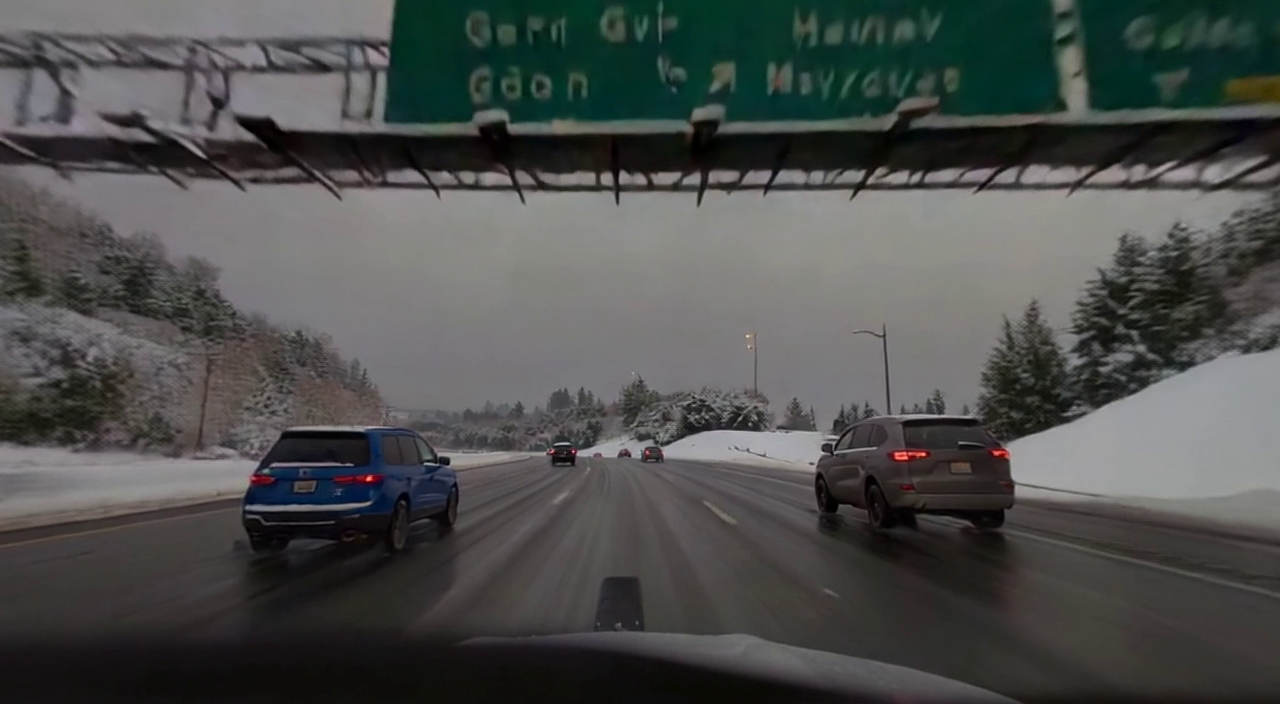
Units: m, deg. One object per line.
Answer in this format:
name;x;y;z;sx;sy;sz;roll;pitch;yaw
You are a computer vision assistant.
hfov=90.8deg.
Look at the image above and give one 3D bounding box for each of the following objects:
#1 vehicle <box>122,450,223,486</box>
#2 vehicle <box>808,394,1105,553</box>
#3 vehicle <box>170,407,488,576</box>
vehicle;-29.319;7.274;39.965;2.214;2.067;5.745;0;-9;-3
vehicle;4.463;1.822;10.076;2.103;1.903;4.837;0;-9;-1
vehicle;-3.835;1.819;9.030;2.213;1.766;4.598;0;-9;-1
